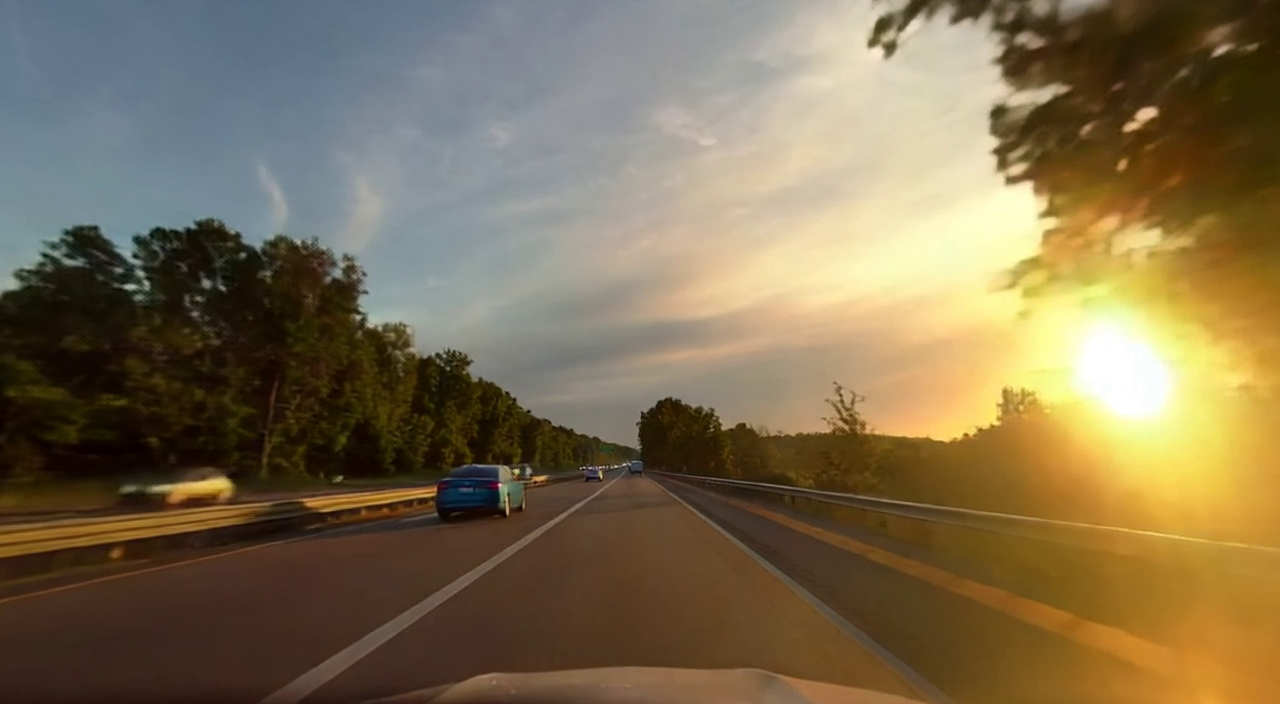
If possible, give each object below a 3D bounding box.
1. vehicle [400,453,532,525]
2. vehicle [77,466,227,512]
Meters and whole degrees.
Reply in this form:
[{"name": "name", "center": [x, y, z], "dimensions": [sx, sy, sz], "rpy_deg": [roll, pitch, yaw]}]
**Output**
[{"name": "vehicle", "center": [-4.259, 3.467, 16.300], "dimensions": [2.040, 1.525, 4.603], "rpy_deg": [1, -11, 1]}, {"name": "vehicle", "center": [-17.526, 4.915, 22.954], "dimensions": [1.848, 1.458, 4.489], "rpy_deg": [1, -11, 0]}]
